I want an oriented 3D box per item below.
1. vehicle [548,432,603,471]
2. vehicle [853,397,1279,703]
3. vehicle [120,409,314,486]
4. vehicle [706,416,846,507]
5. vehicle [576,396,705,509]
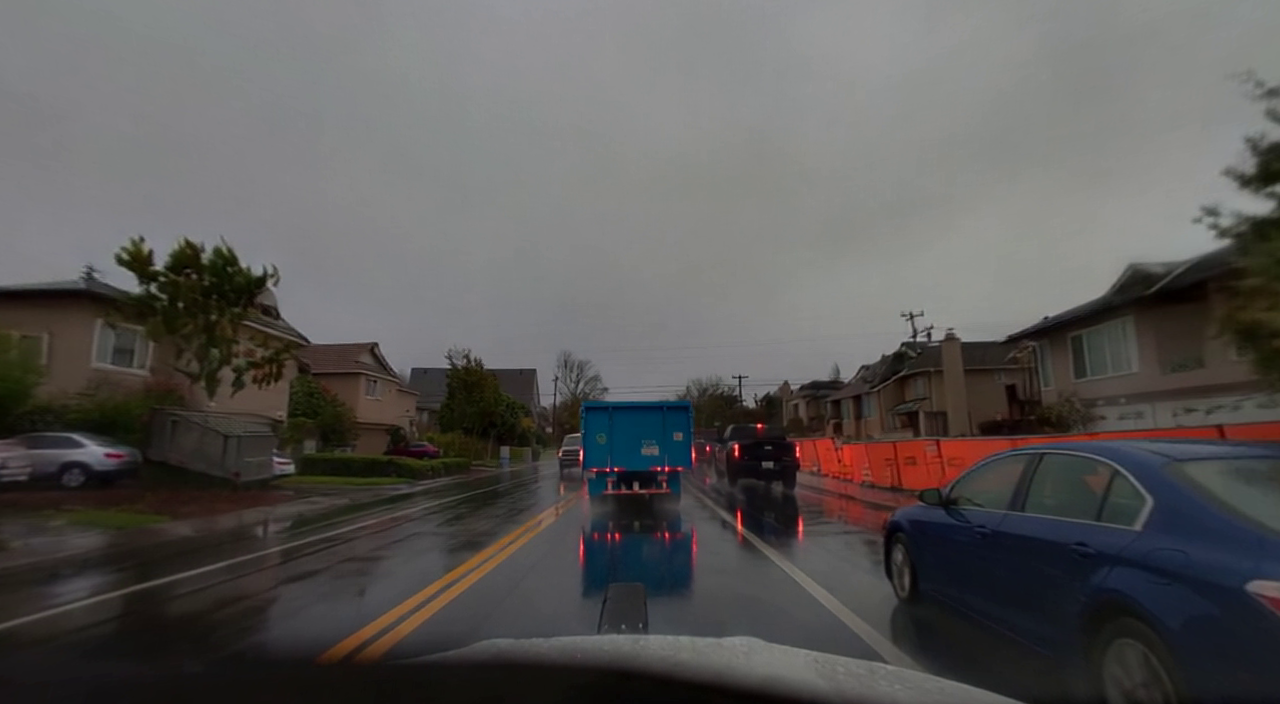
[{"bbox_3d":[-3.500,5.585,35.324,2.306,2.005,5.773,0,-8,2],"label":"vehicle"},{"bbox_3d":[3.072,1.165,3.780,2.010,1.499,4.481,0,-8,0],"label":"vehicle"},{"bbox_3d":[-13.390,3.104,20.522,2.475,2.157,5.567,0,-8,-1],"label":"vehicle"},{"bbox_3d":[3.295,2.835,16.761,2.486,1.993,5.667,0,-8,0],"label":"vehicle"},{"bbox_3d":[0.059,2.621,16.697,2.751,2.361,6.347,1,-9,1],"label":"vehicle"}]
